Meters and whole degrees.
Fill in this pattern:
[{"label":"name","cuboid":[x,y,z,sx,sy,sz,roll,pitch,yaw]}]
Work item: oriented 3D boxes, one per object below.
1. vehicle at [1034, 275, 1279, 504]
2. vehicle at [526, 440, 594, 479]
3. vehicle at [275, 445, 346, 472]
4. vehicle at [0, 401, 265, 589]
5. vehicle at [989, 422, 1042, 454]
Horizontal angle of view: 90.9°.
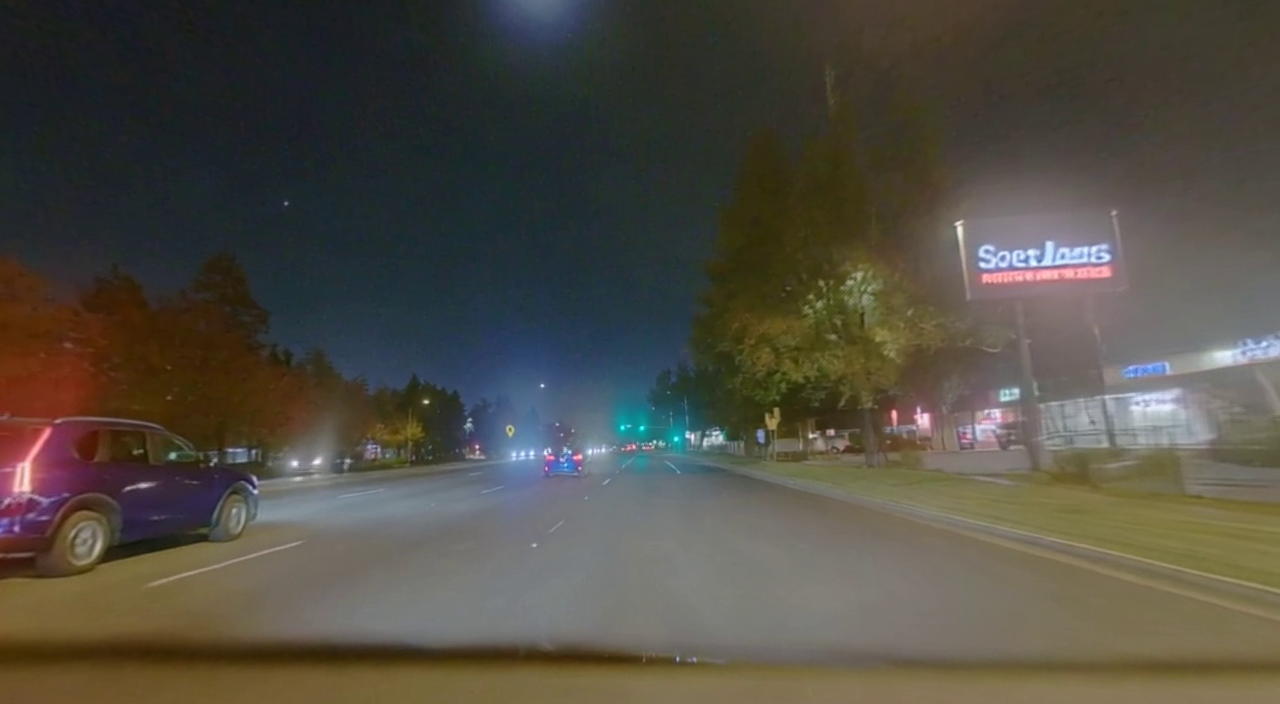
[{"label":"vehicle","cuboid":[11.924,0.708,10.917,2.995,3.704,10.928,0,-9,-1]},{"label":"vehicle","cuboid":[-3.242,4.469,26.424,2.152,1.479,4.394,0,-9,1]},{"label":"vehicle","cuboid":[-22.474,7.256,43.240,2.134,1.711,4.975,0,-9,1]},{"label":"vehicle","cuboid":[-6.911,1.576,7.508,2.043,1.726,4.472,0,-9,1]},{"label":"vehicle","cuboid":[24.988,5.758,42.145,2.342,2.007,5.843,-3,-9,25]}]
